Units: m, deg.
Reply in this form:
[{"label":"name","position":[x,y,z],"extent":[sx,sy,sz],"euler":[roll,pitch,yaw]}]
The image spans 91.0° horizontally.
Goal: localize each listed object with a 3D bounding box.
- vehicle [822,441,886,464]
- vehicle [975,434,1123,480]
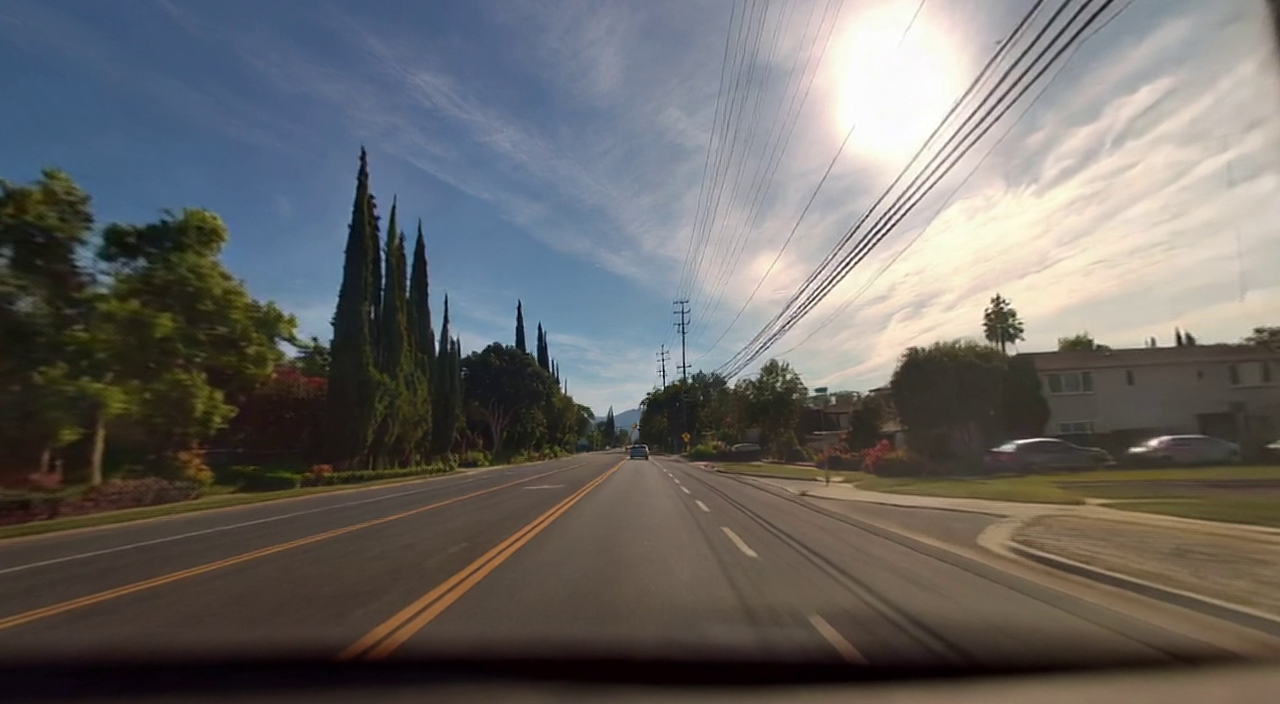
[{"label":"vehicle","position":[16.303,7.709,48.186],"extent":[4.153,1.442,1.822],"euler":[-3,-12,0]},{"label":"vehicle","position":[14.393,3.719,22.322],"extent":[3.855,1.548,1.937],"euler":[0,-9,-2]}]
